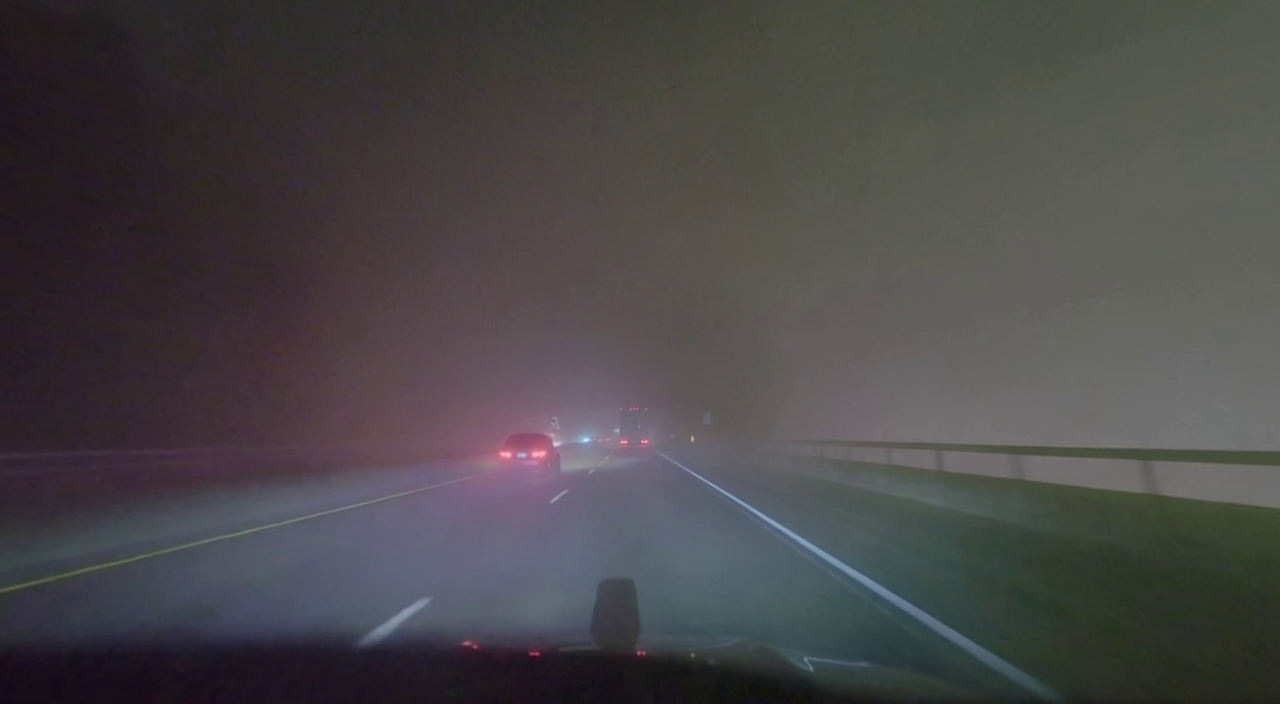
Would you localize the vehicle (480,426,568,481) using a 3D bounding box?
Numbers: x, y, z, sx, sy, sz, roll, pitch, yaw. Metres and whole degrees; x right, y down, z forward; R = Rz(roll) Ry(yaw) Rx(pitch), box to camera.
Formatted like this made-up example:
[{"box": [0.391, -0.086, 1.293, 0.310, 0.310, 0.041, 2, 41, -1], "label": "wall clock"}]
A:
[{"box": [-3.793, 3.413, 21.552, 2.123, 1.655, 4.688, 0, -8, 0], "label": "vehicle"}]
